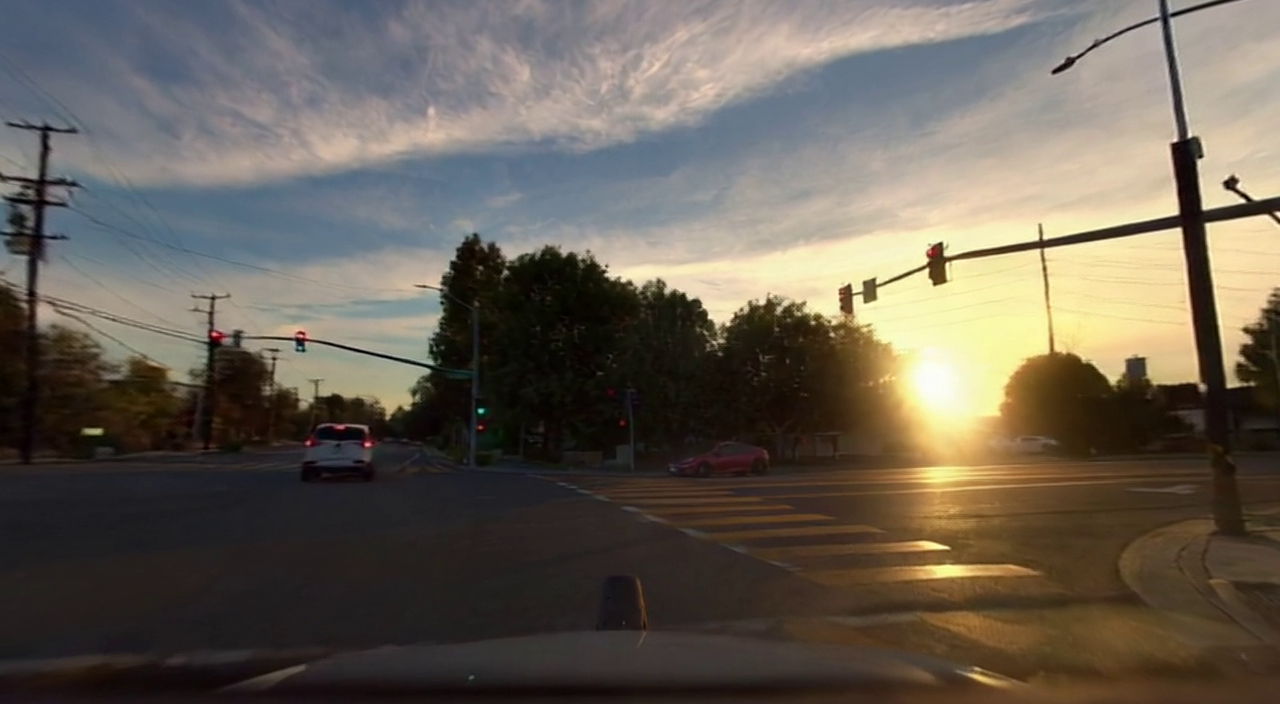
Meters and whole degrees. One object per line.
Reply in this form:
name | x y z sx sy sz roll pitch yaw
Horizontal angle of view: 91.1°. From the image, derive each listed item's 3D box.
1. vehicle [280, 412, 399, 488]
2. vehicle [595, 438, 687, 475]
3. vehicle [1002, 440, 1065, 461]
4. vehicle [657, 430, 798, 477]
vehicle | -8.459 2.835 18.192 2.300 1.868 4.690 3 -9 -16
vehicle | -0.003 4.792 28.791 3.990 1.548 1.780 2 -9 -9
vehicle | 28.461 7.106 45.372 3.805 1.451 1.641 3 -9 -15
vehicle | 3.407 3.972 24.729 5.149 1.725 1.964 3 -8 -17
